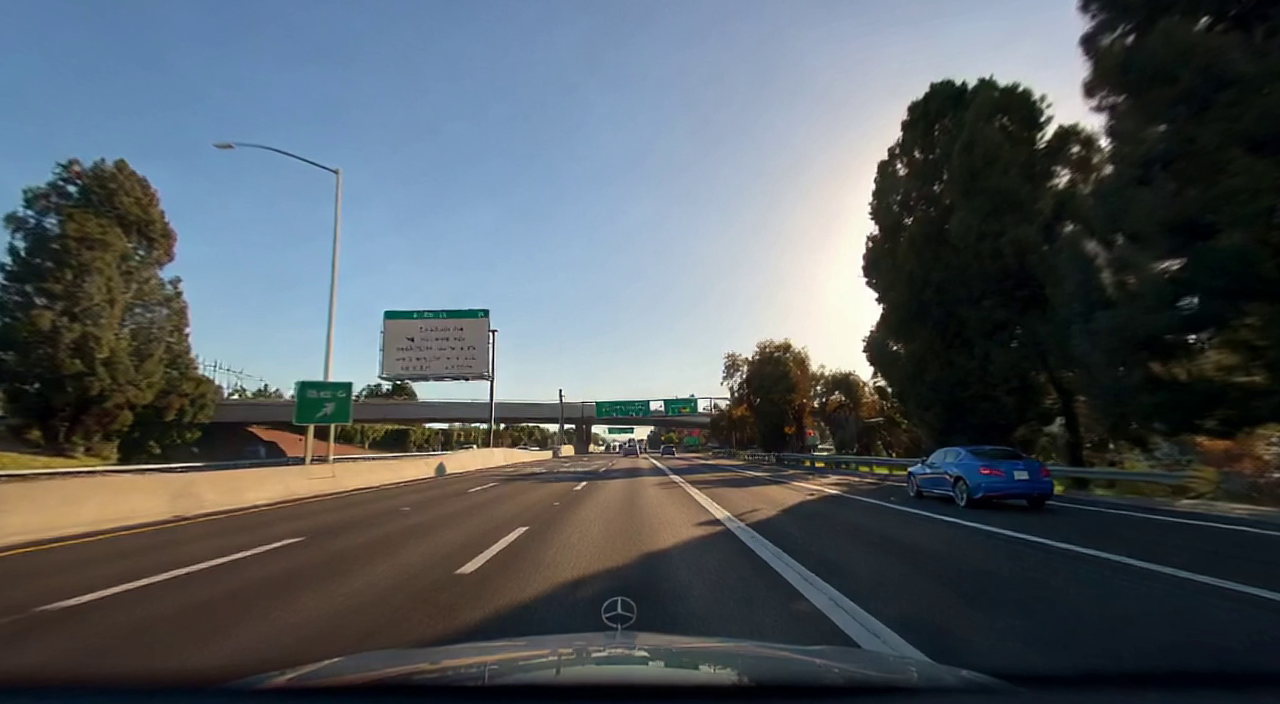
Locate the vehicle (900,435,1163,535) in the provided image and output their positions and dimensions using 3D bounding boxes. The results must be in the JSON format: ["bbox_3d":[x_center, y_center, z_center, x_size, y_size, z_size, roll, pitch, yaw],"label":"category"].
[{"bbox_3d":[6.896,2.328,11.884,1.958,1.498,4.447,1,-8,-3],"label":"vehicle"}]
